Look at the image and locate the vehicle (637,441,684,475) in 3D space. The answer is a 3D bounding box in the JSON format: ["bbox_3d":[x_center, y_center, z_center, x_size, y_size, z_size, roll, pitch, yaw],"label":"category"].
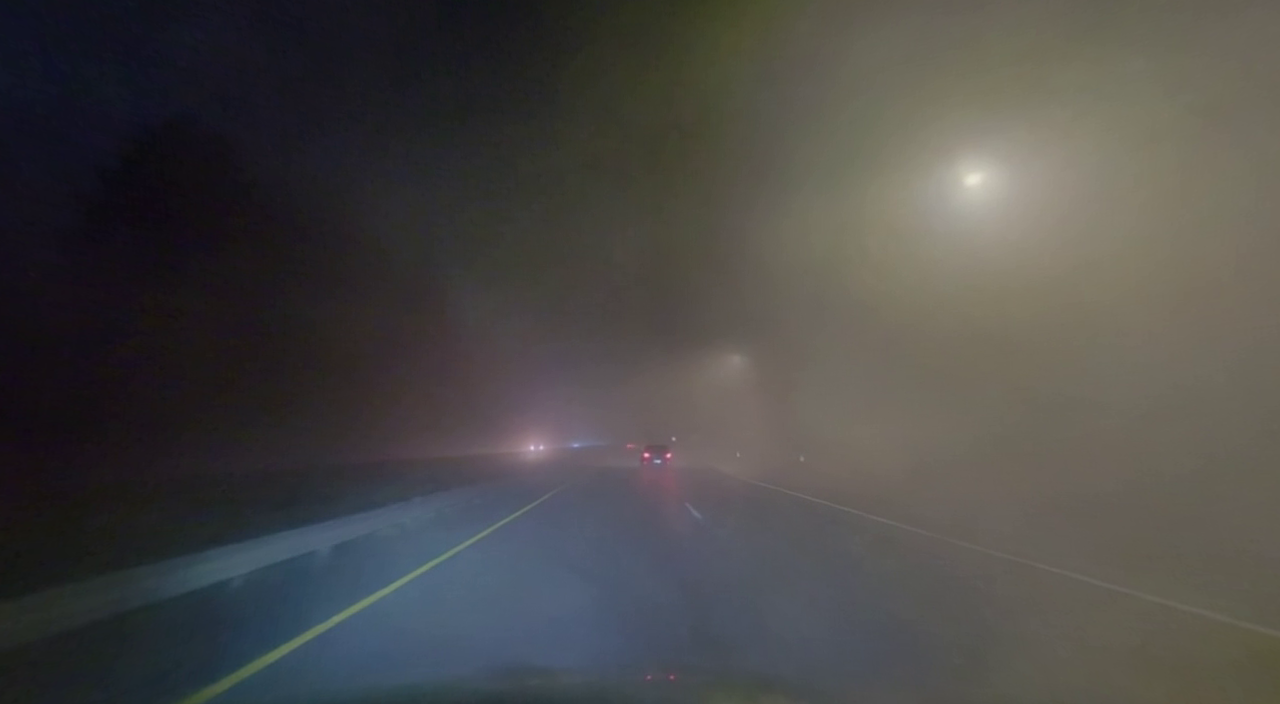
[{"bbox_3d":[0.880,4.939,29.659,1.991,1.475,4.302,0,-8,-1],"label":"vehicle"}]
